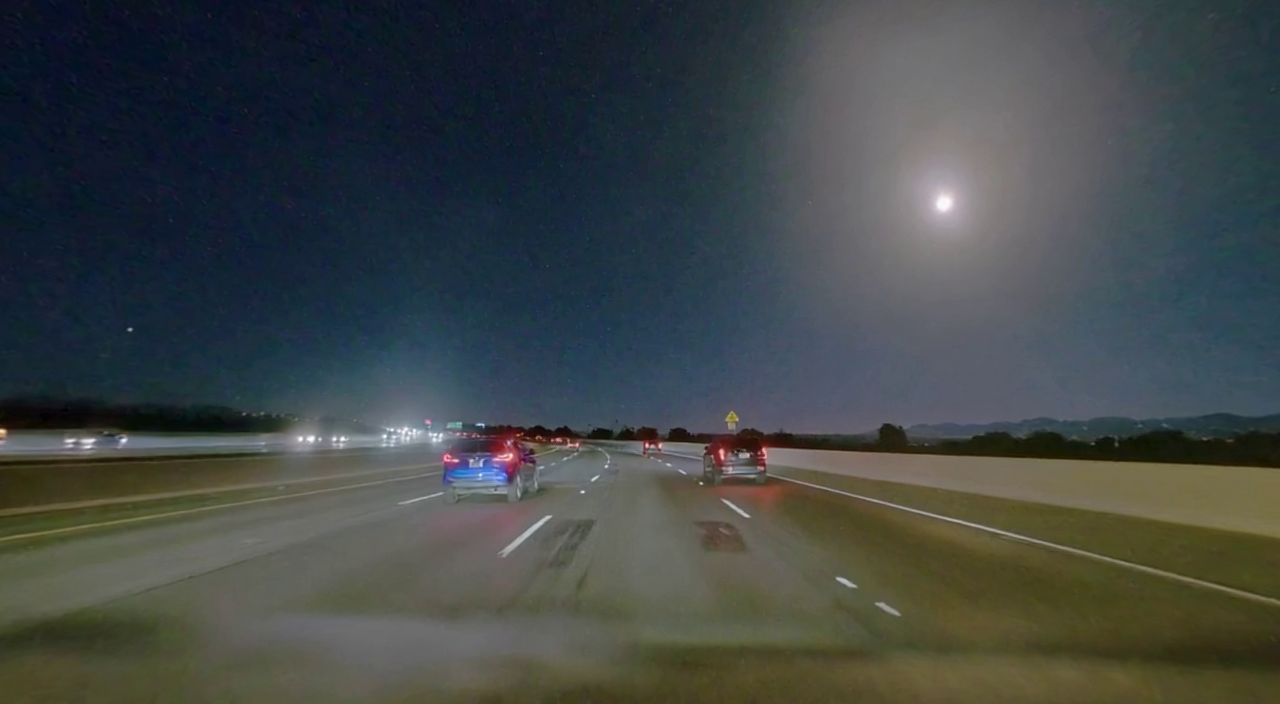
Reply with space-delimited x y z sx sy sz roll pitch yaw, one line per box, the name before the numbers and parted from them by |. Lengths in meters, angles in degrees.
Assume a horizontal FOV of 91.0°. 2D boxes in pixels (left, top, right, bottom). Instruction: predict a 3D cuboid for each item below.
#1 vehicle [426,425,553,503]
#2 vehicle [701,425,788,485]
vehicle | -3.735 2.881 16.605 2.214 1.743 4.465 0 -9 0
vehicle | 3.497 3.592 22.162 2.153 1.860 4.689 0 -9 -1
